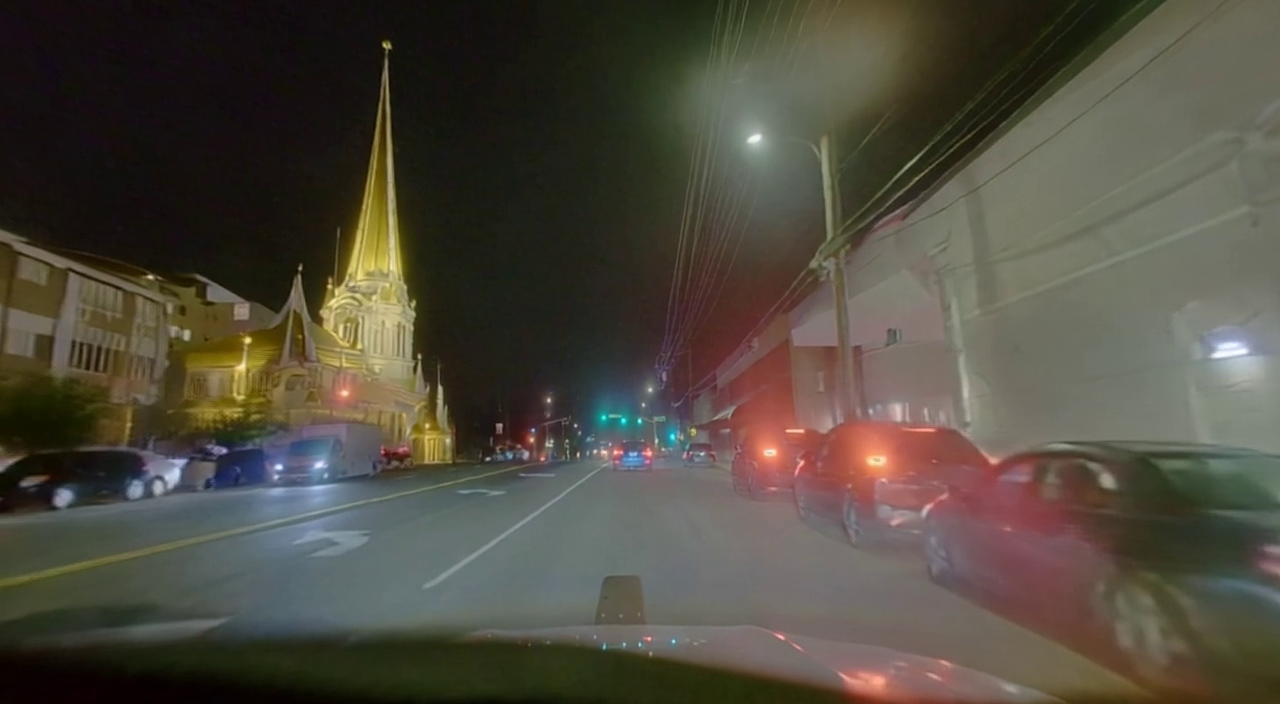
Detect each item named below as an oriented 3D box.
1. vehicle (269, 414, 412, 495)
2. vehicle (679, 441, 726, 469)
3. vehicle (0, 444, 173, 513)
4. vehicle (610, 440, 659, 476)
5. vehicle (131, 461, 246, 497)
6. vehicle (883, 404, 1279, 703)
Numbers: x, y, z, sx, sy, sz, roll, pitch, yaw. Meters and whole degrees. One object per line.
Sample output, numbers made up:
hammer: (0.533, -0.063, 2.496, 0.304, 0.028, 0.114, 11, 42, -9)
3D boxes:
vehicle: (-12.116, 4.194, 26.244, 2.961, 2.739, 6.276, -4, -8, -1)
vehicle: (3.523, 5.915, 36.483, 1.944, 1.530, 4.539, 0, -8, -4)
vehicle: (-18.136, 3.799, 19.255, 5.873, 1.917, 2.472, -1, -8, 2)
vehicle: (-0.265, 4.739, 28.507, 2.049, 1.453, 4.299, 0, -8, -1)
vehicle: (-19.404, 5.464, 27.255, 3.703, 1.234, 1.683, -4, -10, 0)
vehicle: (3.610, 1.285, 4.708, 1.826, 1.523, 4.371, 0, -8, 0)
